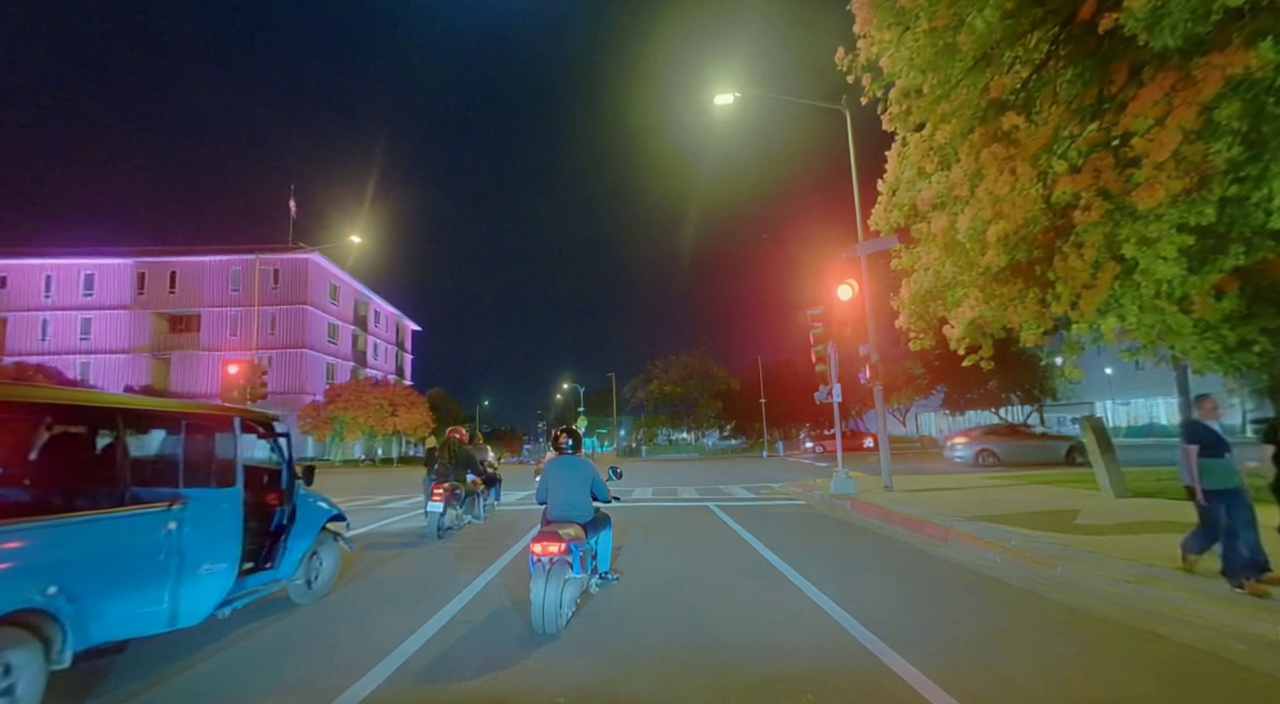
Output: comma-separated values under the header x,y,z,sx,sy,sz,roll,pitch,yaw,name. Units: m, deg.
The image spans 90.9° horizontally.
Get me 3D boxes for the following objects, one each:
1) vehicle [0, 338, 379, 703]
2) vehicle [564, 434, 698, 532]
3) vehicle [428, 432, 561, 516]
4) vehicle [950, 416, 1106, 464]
x,y,z,sx,sy,sz,roll,pitch,yaw,name
-3.595,1.035,3.718,2.000,1.809,4.855,0,-9,0,vehicle
-0.104,2.294,11.625,2.025,1.458,4.085,-1,-9,1,vehicle
-3.117,2.701,14.444,1.935,1.615,4.073,-1,-9,2,vehicle
15.926,3.696,26.276,5.226,1.840,2.016,-5,-10,27,vehicle
